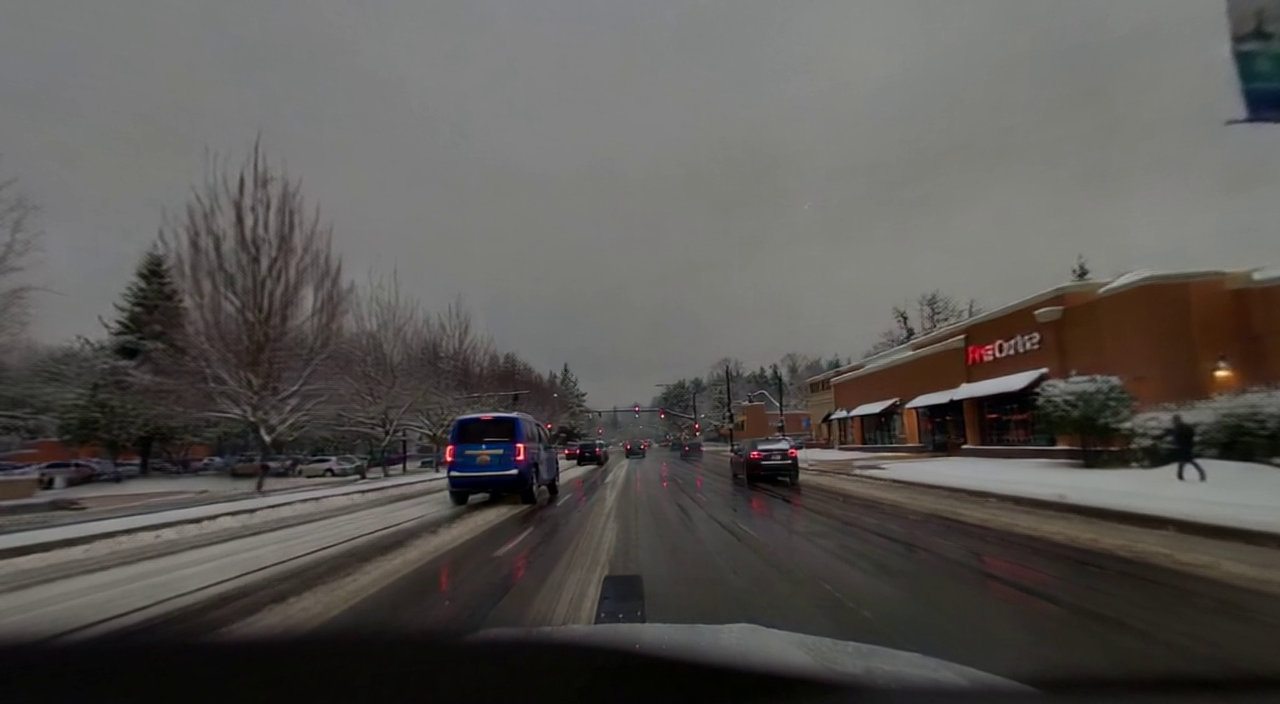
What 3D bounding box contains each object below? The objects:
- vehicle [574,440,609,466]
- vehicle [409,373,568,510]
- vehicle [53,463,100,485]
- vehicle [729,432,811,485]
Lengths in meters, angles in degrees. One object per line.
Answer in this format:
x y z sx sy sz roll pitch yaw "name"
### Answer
-3.340 7.068 44.452 2.030 1.724 4.365 0 -9 1 "vehicle"
-3.432 2.265 15.925 2.443 2.784 5.862 0 -9 1 "vehicle"
-42.034 9.064 47.100 4.478 1.494 1.934 -8 -11 41 "vehicle"
4.375 3.655 21.990 1.869 1.646 4.166 0 -9 -1 "vehicle"
